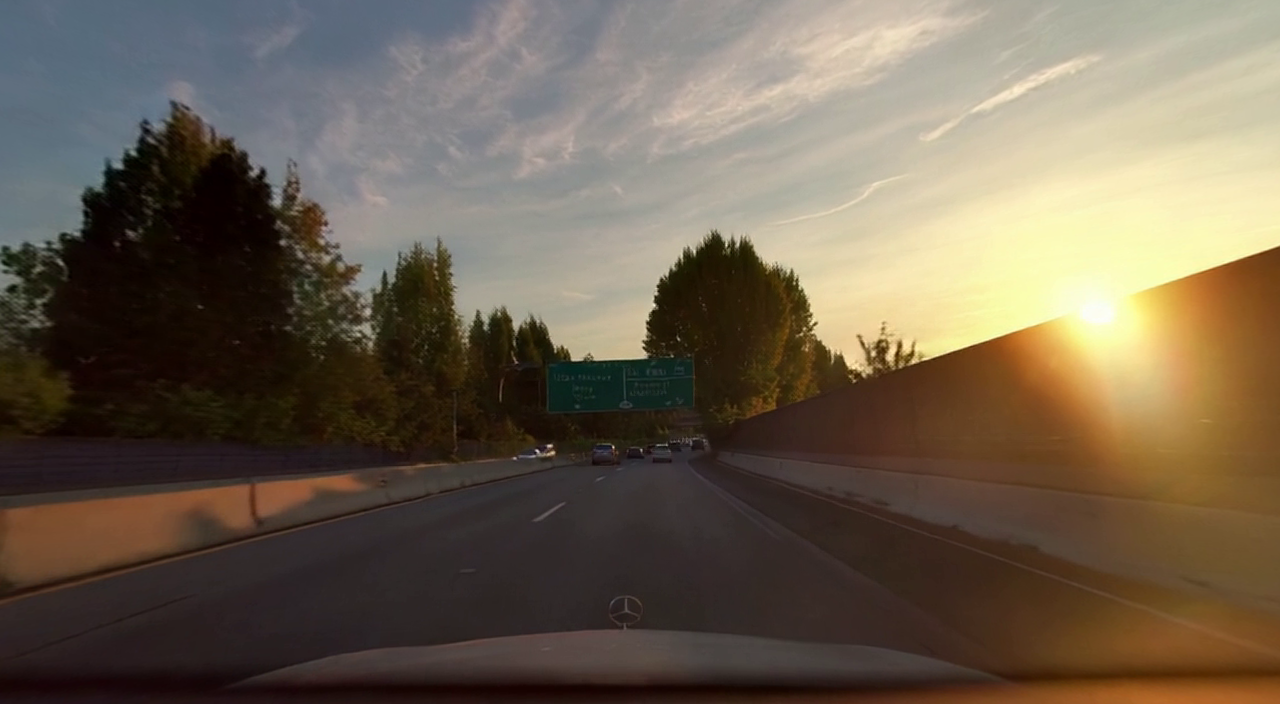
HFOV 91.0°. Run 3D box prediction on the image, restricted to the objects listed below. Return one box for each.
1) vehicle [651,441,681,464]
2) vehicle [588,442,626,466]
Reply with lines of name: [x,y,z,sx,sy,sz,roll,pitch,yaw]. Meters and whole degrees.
vehicle: [1.921,7.313,45.942,2.077,1.533,3.854,-1,-8,3]
vehicle: [-2.128,6.676,41.408,1.985,1.518,3.847,-1,-8,4]
